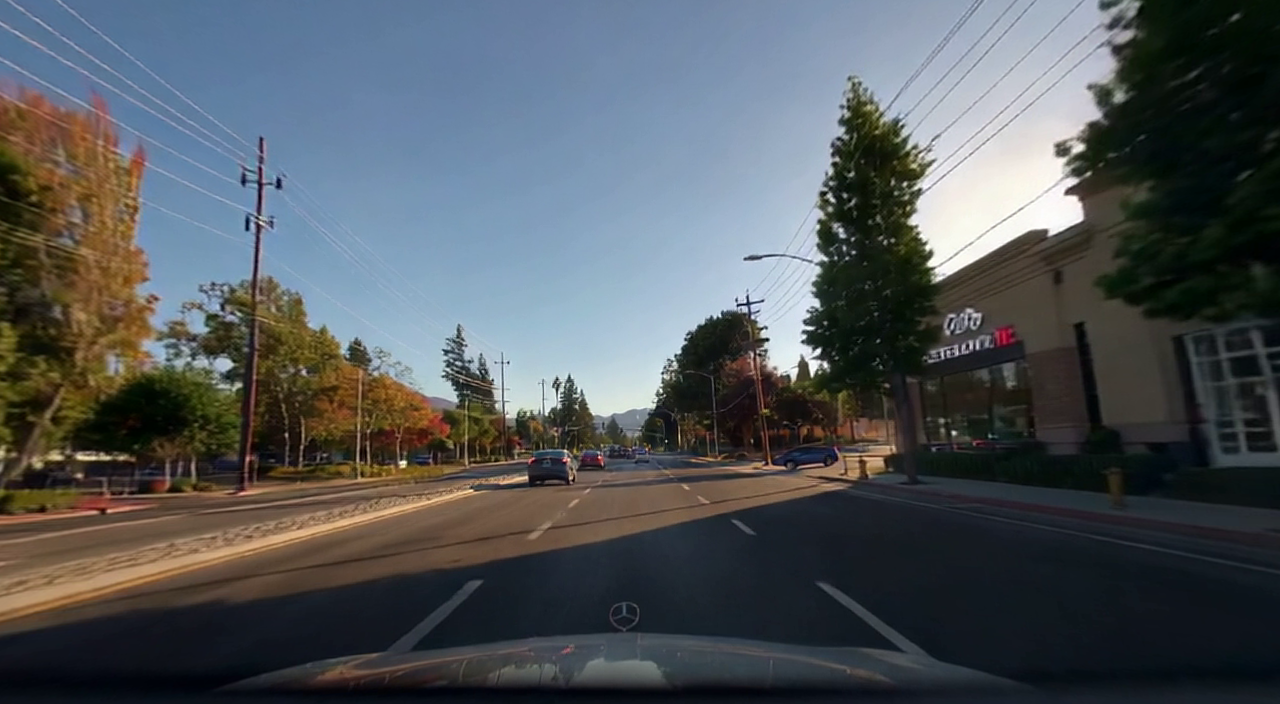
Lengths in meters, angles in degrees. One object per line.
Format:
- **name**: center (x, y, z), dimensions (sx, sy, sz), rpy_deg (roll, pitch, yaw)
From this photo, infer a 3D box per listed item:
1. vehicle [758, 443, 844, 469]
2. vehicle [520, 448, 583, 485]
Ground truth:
- **vehicle**: center (10.303, 6.668, 40.509), dimensions (4.885, 1.576, 2.024), rpy_deg (0, -9, -6)
- **vehicle**: center (-3.677, 4.870, 27.030), dimensions (2.076, 1.444, 4.328), rpy_deg (0, -9, 0)
